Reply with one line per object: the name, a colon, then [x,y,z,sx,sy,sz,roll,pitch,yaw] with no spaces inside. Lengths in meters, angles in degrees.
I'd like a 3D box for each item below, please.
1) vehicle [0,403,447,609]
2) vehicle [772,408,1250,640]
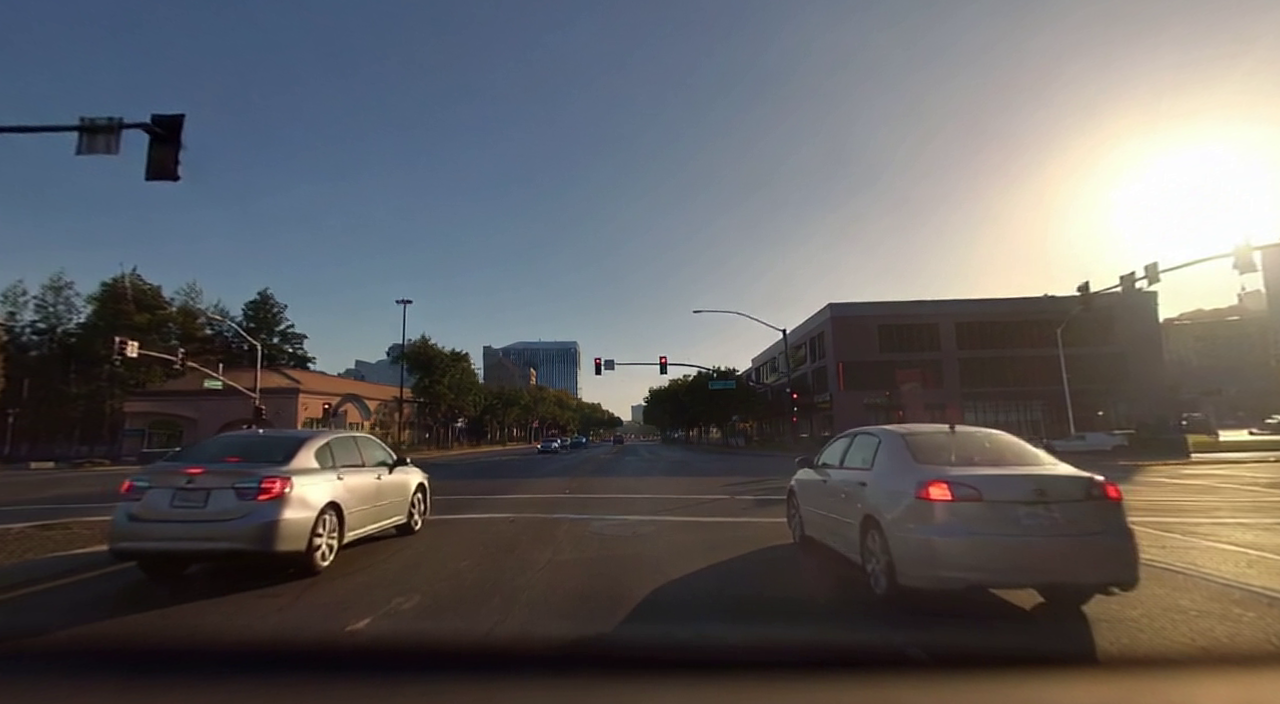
vehicle: [-3.892,1.487,7.044,1.973,1.526,4.533,0,-8,1]
vehicle: [2.955,1.490,6.610,2.130,1.524,4.722,0,-8,0]
